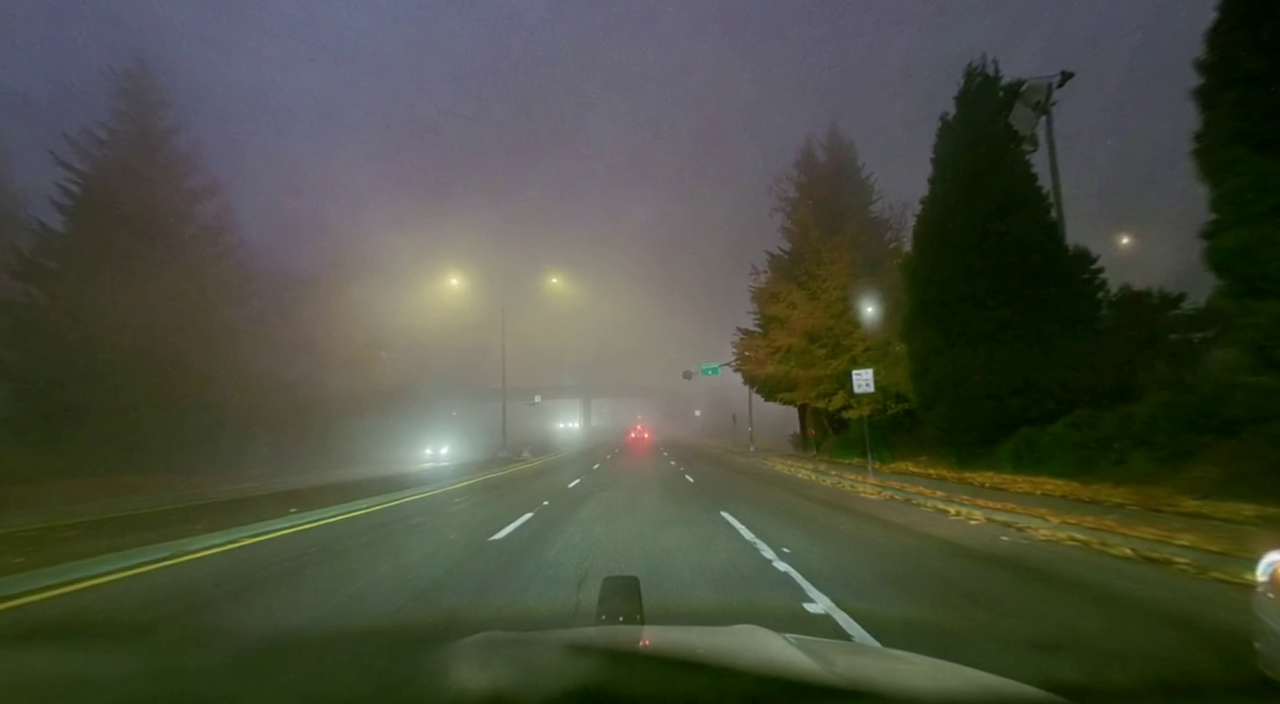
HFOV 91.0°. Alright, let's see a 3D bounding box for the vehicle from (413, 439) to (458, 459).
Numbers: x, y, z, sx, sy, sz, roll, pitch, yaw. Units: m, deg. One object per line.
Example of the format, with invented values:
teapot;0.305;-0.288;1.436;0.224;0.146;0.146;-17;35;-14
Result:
vehicle;-15.517;7.403;48.073;1.907;1.488;4.286;-1;-9;2
